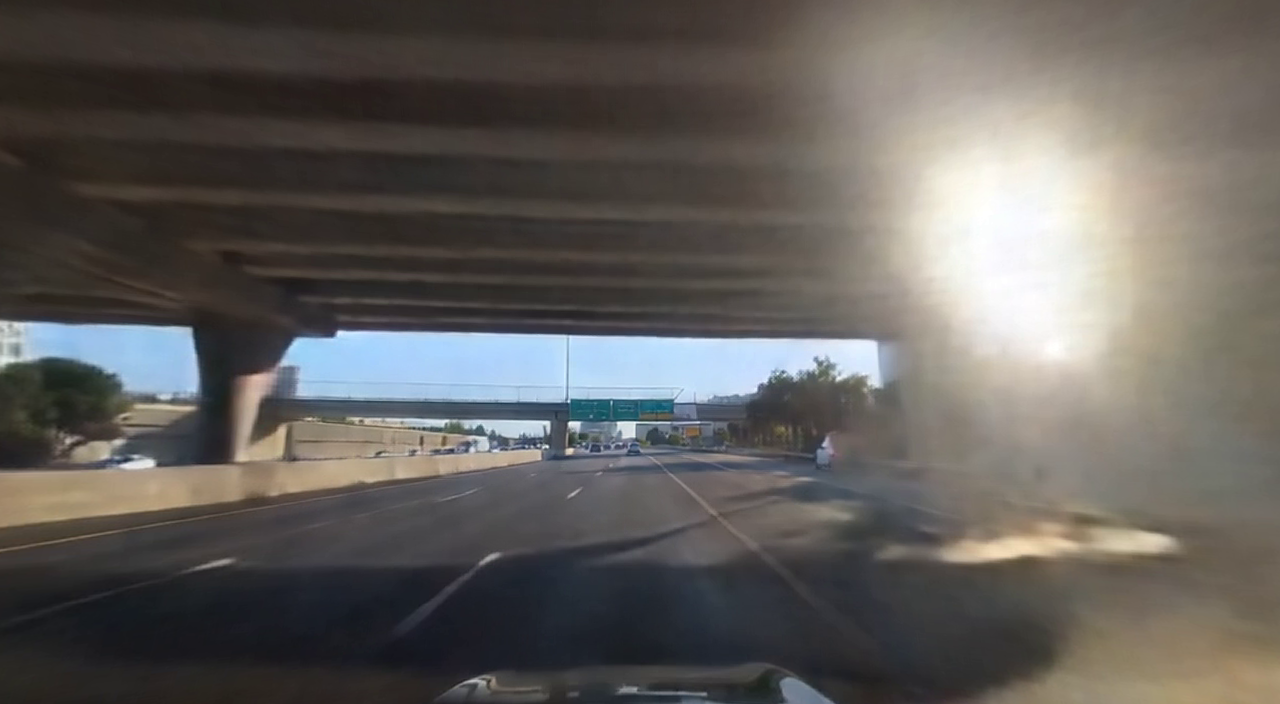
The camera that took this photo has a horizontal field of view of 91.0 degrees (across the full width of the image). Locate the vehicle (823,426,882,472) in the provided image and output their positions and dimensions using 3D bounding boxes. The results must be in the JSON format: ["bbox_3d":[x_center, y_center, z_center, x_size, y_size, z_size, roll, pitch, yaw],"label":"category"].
[{"bbox_3d":[13.531,6.242,40.457,2.789,2.778,3.541,-1,-9,6],"label":"vehicle"}]
